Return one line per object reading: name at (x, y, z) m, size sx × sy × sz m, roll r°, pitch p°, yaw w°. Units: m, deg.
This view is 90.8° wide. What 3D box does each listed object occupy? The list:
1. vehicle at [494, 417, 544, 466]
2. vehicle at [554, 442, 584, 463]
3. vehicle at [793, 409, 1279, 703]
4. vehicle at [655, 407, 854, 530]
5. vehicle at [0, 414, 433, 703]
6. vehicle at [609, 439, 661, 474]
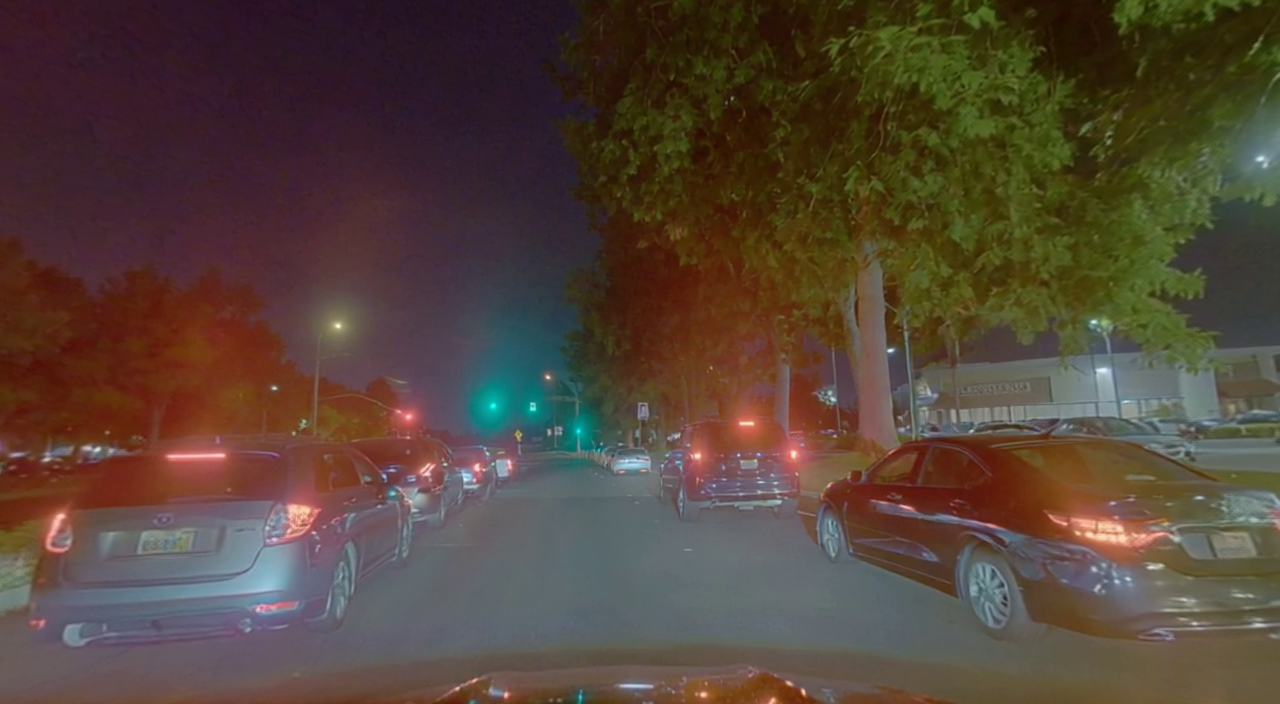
vehicle at (-8.750, 6.603, 46.635) m, size 2.820 × 3.263 × 7.986 m, roll 1°, pitch -8°, yaw -6°
vehicle at (-5.267, 7.358, 46.523) m, size 2.095 × 1.473 × 4.301 m, roll 1°, pitch -8°, yaw -7°
vehicle at (3.164, 1.399, 5.637) m, size 1.904 × 1.494 × 4.864 m, roll 1°, pitch -8°, yaw -6°
vehicle at (1.902, 2.247, 12.868) m, size 2.324 × 1.907 × 5.634 m, roll 1°, pitch -8°, yaw -7°
vehicle at (-3.003, 1.398, 5.480) m, size 1.968 × 1.497 × 4.286 m, roll 2°, pitch -9°, yaw -14°
vehicle at (-0.318, 4.792, 29.197) m, size 1.910 × 1.493 × 4.490 m, roll 1°, pitch -8°, yaw -7°
